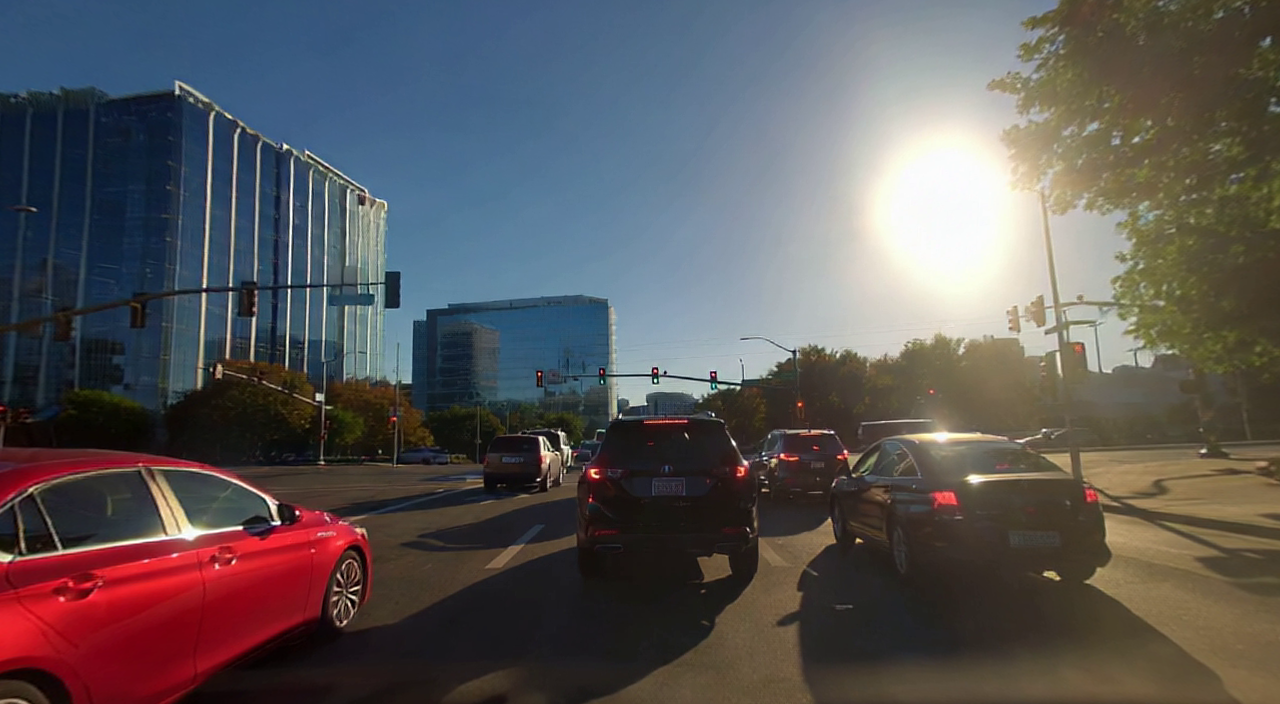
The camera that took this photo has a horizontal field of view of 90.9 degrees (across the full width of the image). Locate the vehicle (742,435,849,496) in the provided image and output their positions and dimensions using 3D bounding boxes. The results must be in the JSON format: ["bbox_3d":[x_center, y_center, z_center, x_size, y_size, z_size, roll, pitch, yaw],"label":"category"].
[{"bbox_3d":[4.096,3.057,17.339,1.979,1.453,4.011,0,-8,1],"label":"vehicle"}]

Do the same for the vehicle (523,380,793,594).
[{"bbox_3d":[0.203,1.467,7.654,2.300,1.832,4.331,0,-8,1],"label":"vehicle"}]

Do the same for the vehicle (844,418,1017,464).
[{"bbox_3d":[13.361,4.208,29.666,6.879,1.984,2.808,-2,-9,15],"label":"vehicle"}]

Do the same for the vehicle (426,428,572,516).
[{"bbox_3d":[-2.684,2.391,13.084,1.851,1.502,4.042,0,-8,4],"label":"vehicle"}]

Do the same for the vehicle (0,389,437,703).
[{"bbox_3d":[-3.220,1.197,4.401,1.958,1.494,4.624,0,-8,2],"label":"vehicle"}]
